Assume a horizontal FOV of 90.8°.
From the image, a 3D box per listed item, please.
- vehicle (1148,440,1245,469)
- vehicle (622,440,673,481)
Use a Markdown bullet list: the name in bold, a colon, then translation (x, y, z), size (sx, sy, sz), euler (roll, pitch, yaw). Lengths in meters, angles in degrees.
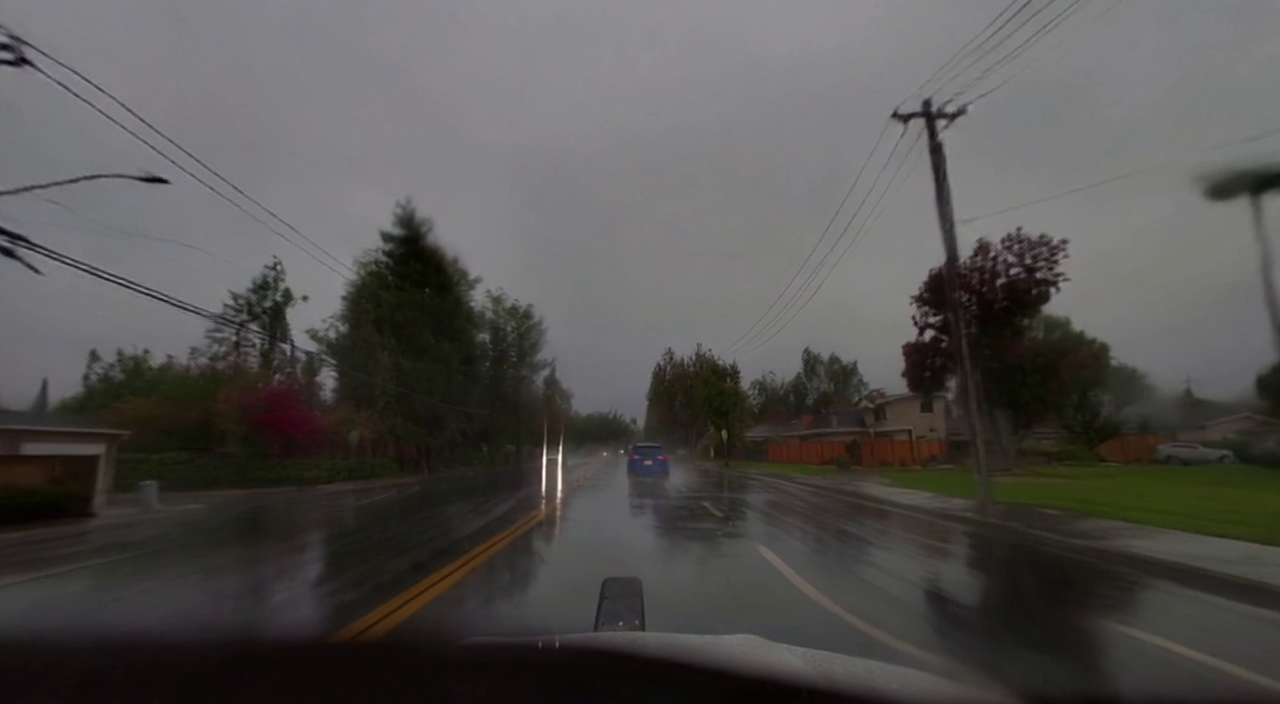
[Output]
- **vehicle**: translation (36.337, 6.697, 41.345), size (4.461, 1.828, 2.165), euler (1, -8, -6)
- **vehicle**: translation (0.269, 4.910, 28.934), size (2.139, 1.699, 3.916), euler (0, -8, -2)
